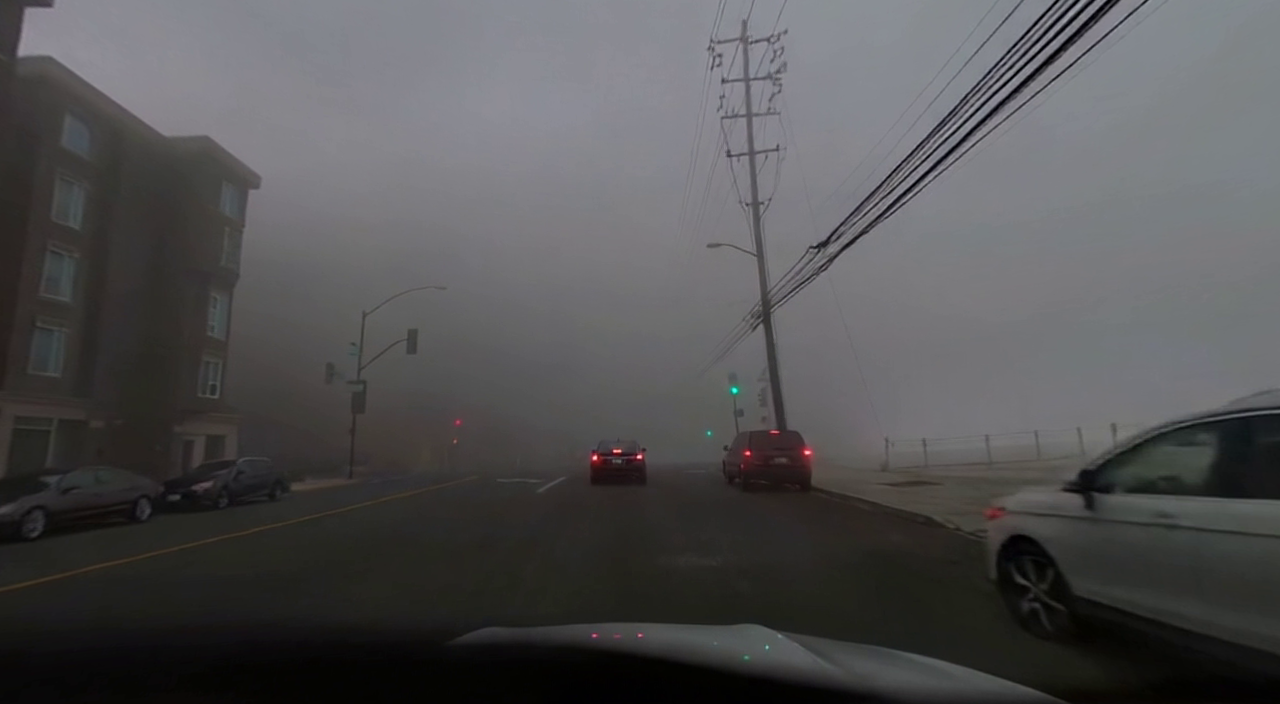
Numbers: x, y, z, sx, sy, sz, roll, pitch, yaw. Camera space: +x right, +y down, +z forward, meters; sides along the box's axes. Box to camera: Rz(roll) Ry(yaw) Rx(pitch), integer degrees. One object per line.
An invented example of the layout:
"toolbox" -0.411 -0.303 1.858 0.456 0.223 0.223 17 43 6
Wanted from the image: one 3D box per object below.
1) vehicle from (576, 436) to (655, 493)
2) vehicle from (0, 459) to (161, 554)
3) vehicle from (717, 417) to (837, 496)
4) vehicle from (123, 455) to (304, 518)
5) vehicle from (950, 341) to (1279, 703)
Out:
"vehicle" -0.649 3.190 18.281 2.019 1.453 4.129 0 -8 0
"vehicle" -12.008 2.950 12.524 2.004 1.526 3.807 0 -8 0
"vehicle" 3.704 2.962 18.211 2.248 1.945 5.011 0 -8 -1
"vehicle" -12.005 3.780 18.292 1.910 1.498 4.662 0 -8 1
"vehicle" 3.687 0.887 2.868 2.186 1.764 4.470 0 -8 -1
